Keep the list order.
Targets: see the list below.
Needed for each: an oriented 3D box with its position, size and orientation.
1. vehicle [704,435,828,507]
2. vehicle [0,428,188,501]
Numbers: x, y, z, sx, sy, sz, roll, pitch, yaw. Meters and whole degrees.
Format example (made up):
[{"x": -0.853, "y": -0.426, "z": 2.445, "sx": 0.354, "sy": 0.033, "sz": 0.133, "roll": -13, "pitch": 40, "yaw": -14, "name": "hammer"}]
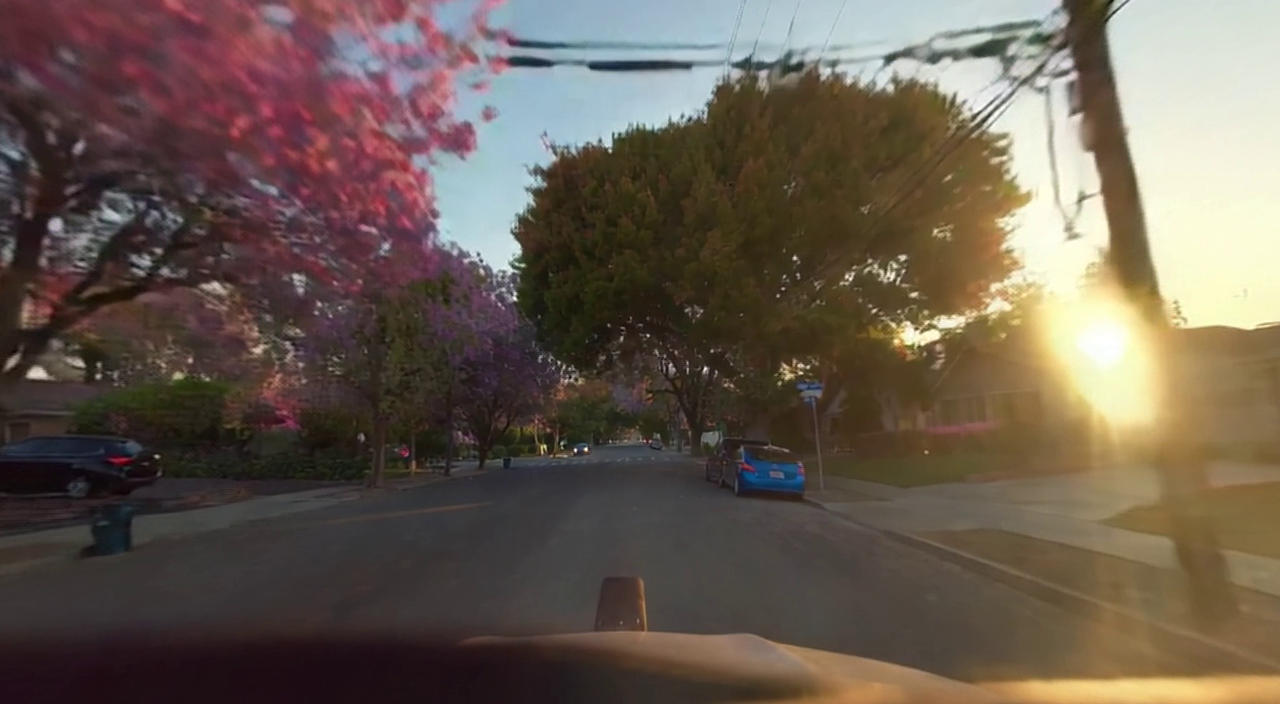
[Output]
[{"x": 2.817, "y": 2.760, "z": 15.261, "sx": 2.022, "sy": 1.455, "sz": 4.406, "roll": 0, "pitch": -8, "yaw": -1, "name": "vehicle"}, {"x": -16.451, "y": 3.125, "z": 17.653, "sx": 5.902, "sy": 1.796, "sz": 2.183, "roll": -1, "pitch": -7, "yaw": -2, "name": "vehicle"}]
